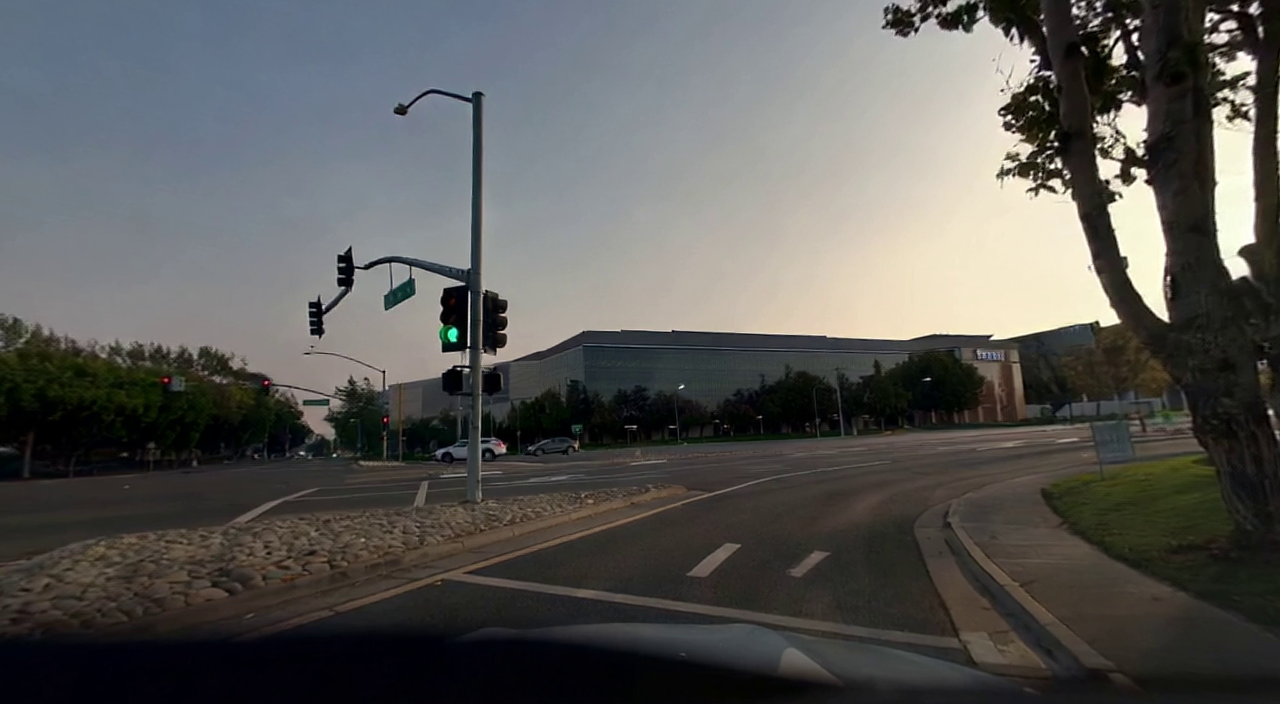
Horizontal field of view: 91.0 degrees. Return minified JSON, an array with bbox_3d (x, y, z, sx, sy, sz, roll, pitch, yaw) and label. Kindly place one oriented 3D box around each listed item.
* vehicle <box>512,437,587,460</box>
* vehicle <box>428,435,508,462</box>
[{"bbox_3d":[-5.900,6.342,41.392,4.527,1.444,1.811,6,-10,-35],"label":"vehicle"},{"bbox_3d":[-11.640,6.543,42.726,4.782,1.776,2.118,6,-10,-34],"label":"vehicle"}]
